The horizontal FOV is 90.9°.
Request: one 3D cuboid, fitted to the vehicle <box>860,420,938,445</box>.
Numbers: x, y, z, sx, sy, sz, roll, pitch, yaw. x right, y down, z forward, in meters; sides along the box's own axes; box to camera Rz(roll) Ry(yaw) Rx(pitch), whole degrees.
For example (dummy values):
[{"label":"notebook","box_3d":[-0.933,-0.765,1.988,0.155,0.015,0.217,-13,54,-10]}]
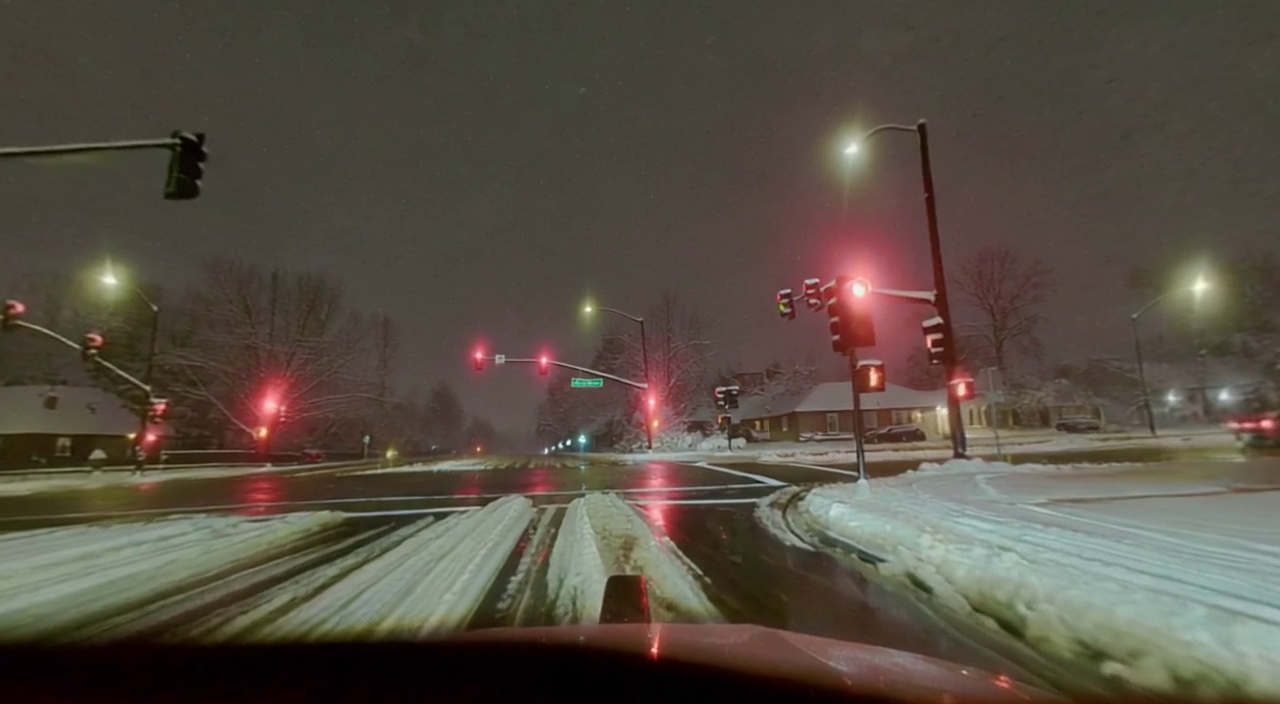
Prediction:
[{"label":"vehicle","box_3d":[18.415,5.727,44.937,4.681,1.712,1.976,0,-8,-4]}]
